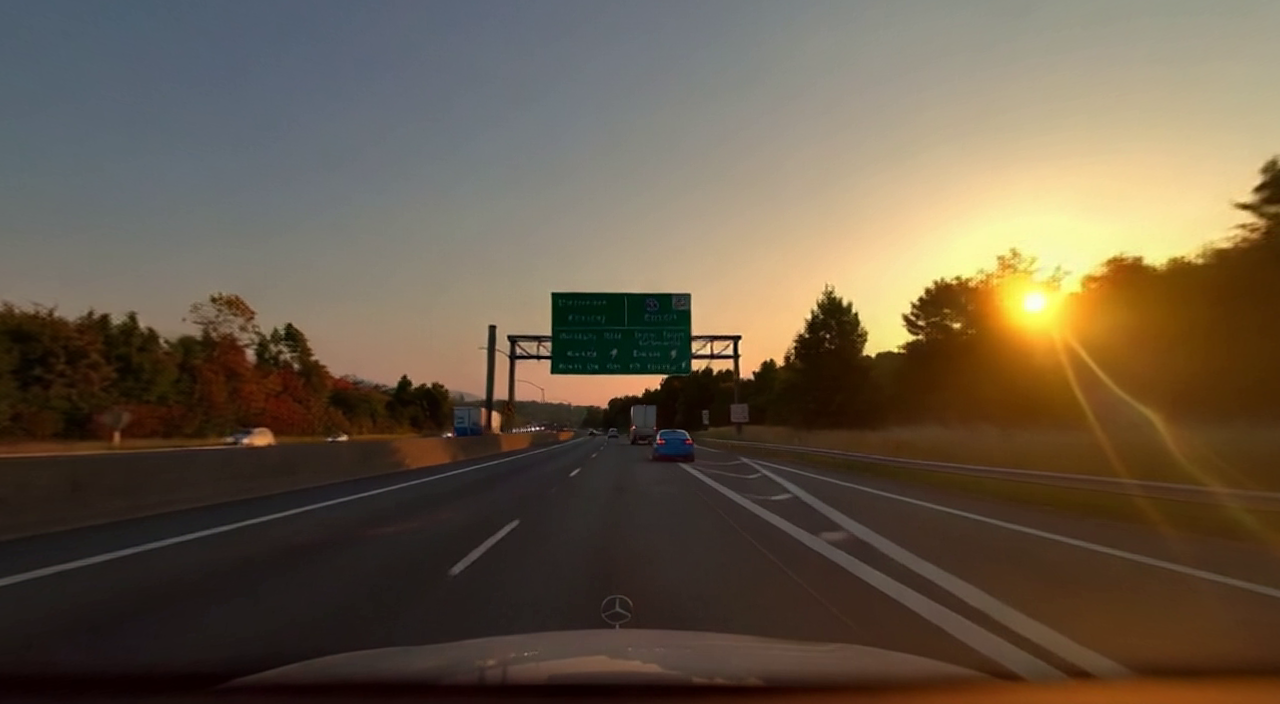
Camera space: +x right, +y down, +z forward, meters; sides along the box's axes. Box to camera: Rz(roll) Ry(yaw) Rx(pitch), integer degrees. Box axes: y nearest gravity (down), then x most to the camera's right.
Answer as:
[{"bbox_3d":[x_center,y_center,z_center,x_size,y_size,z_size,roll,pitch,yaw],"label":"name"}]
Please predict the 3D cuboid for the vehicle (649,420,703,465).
[{"bbox_3d":[1.584,4.173,29.201,2.076,1.914,4.287,0,-8,-2],"label":"vehicle"}]
